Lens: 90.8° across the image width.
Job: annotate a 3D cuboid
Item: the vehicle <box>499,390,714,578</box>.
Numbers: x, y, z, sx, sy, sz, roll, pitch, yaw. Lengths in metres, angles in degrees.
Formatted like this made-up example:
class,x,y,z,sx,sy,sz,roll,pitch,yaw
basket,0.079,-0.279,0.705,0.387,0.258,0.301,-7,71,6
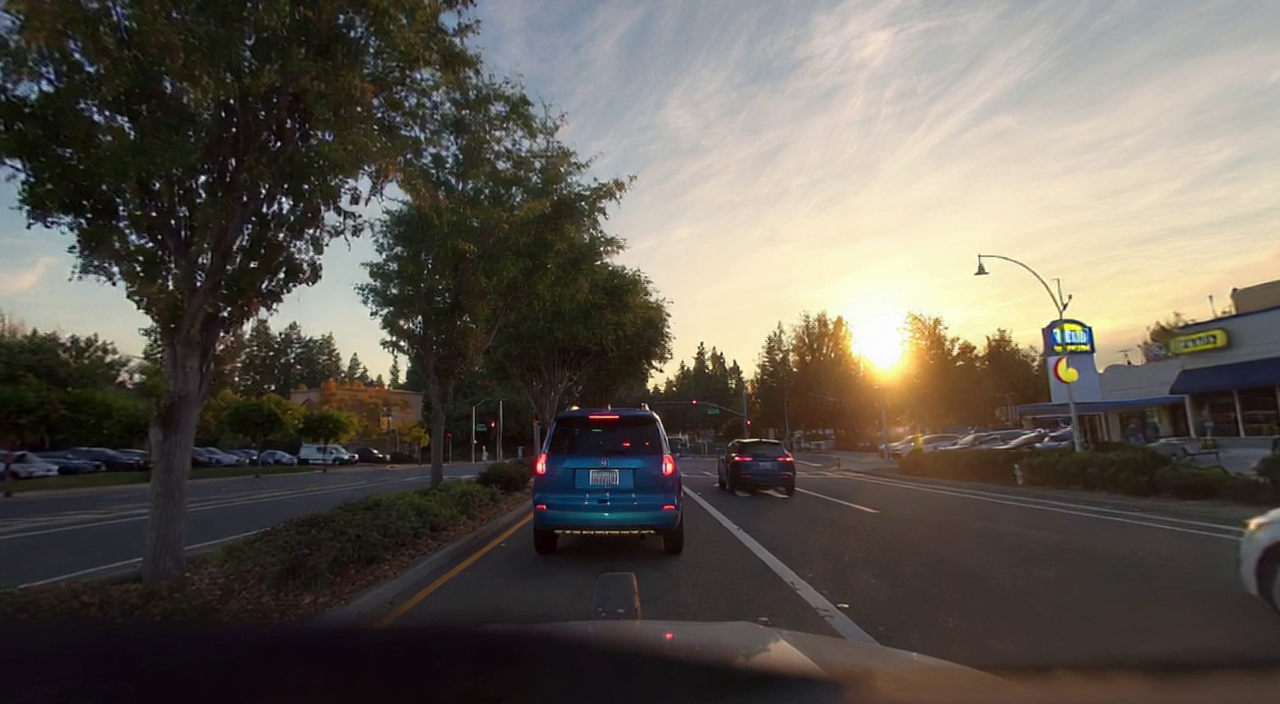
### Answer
class,x,y,z,sx,sy,sz,roll,pitch,yaw
vehicle,-0.299,1.647,8.627,2.096,1.837,4.687,0,-9,1

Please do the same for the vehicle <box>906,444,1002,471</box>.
class,x,y,z,sx,sy,sz,roll,pitch,yaw
vehicle,17.207,5.773,34.770,4.290,1.427,1.751,0,-9,2

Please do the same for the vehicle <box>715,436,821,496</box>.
class,x,y,z,sx,sy,sz,roll,pitch,yaw
vehicle,3.670,3.378,19.119,2.098,1.555,4.778,0,-9,-1
